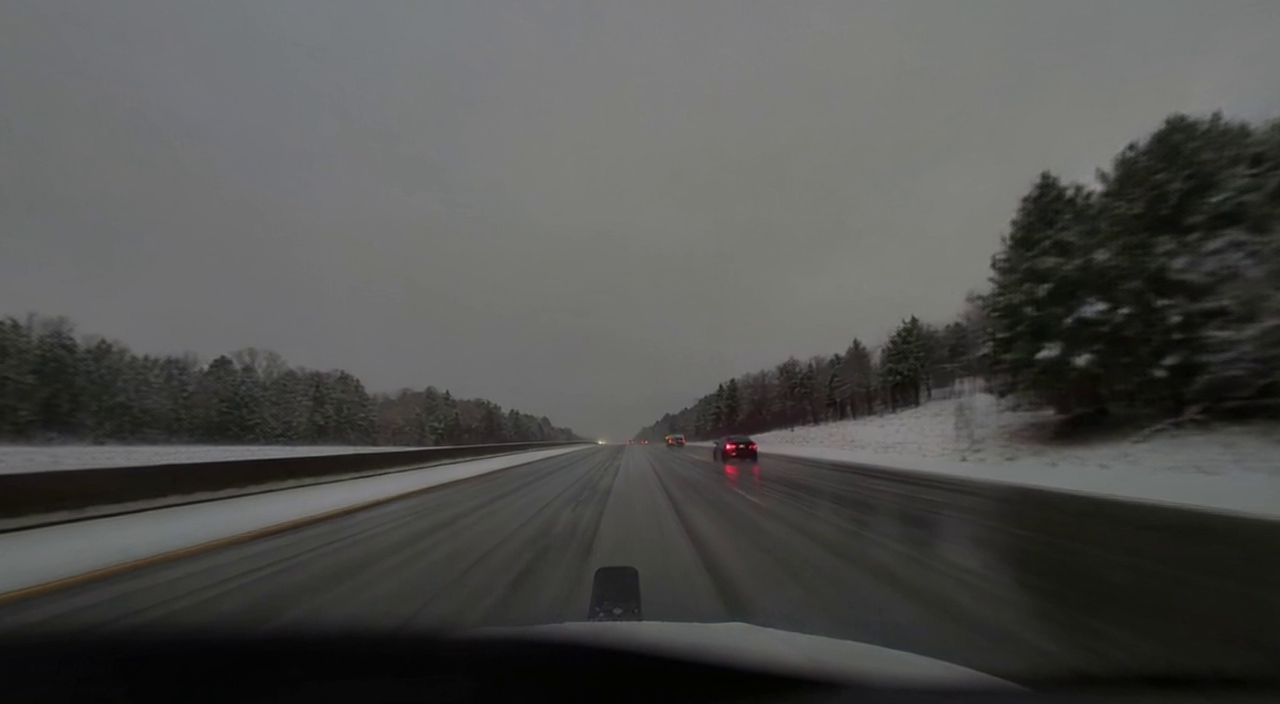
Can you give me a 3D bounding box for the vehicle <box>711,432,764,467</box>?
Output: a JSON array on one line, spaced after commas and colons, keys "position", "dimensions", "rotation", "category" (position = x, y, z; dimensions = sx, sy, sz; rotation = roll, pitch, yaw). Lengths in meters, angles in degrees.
[{"position": [4.543, 4.572, 29.717], "dimensions": [1.802, 1.492, 3.804], "rotation": [0, -8, -1], "category": "vehicle"}]
